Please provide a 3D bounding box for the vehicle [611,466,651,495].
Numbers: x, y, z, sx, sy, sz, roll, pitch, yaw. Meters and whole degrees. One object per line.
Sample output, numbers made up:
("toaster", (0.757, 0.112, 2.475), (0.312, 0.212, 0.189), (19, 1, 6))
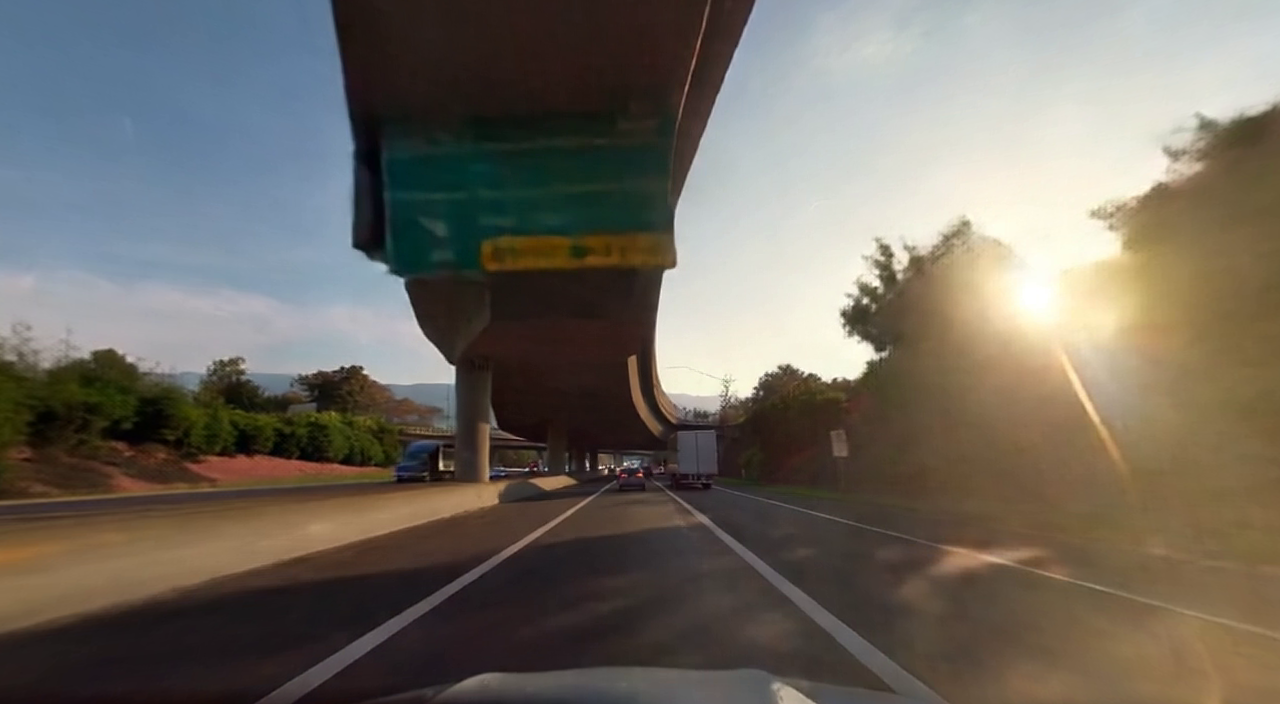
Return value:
("vehicle", (-0.517, 6.967, 34.347), (2.010, 1.436, 3.973), (1, -10, -1))
